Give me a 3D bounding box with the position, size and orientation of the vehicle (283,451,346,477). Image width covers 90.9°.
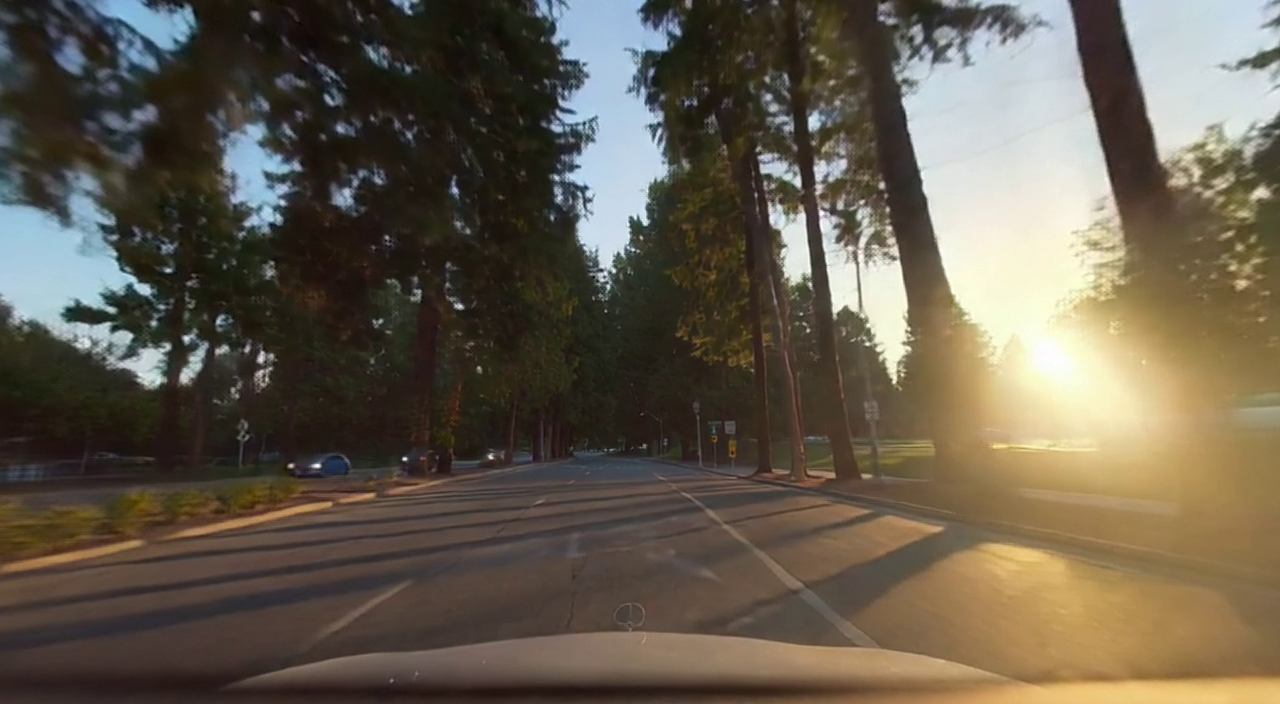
[{"bbox_3d":[-20.116,6.895,39.077,1.844,1.461,3.788,0,-8,0],"label":"vehicle"}]

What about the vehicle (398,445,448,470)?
[{"bbox_3d":[-16.992,8.236,49.665,2.064,1.844,4.845,-1,-8,2],"label":"vehicle"}]
